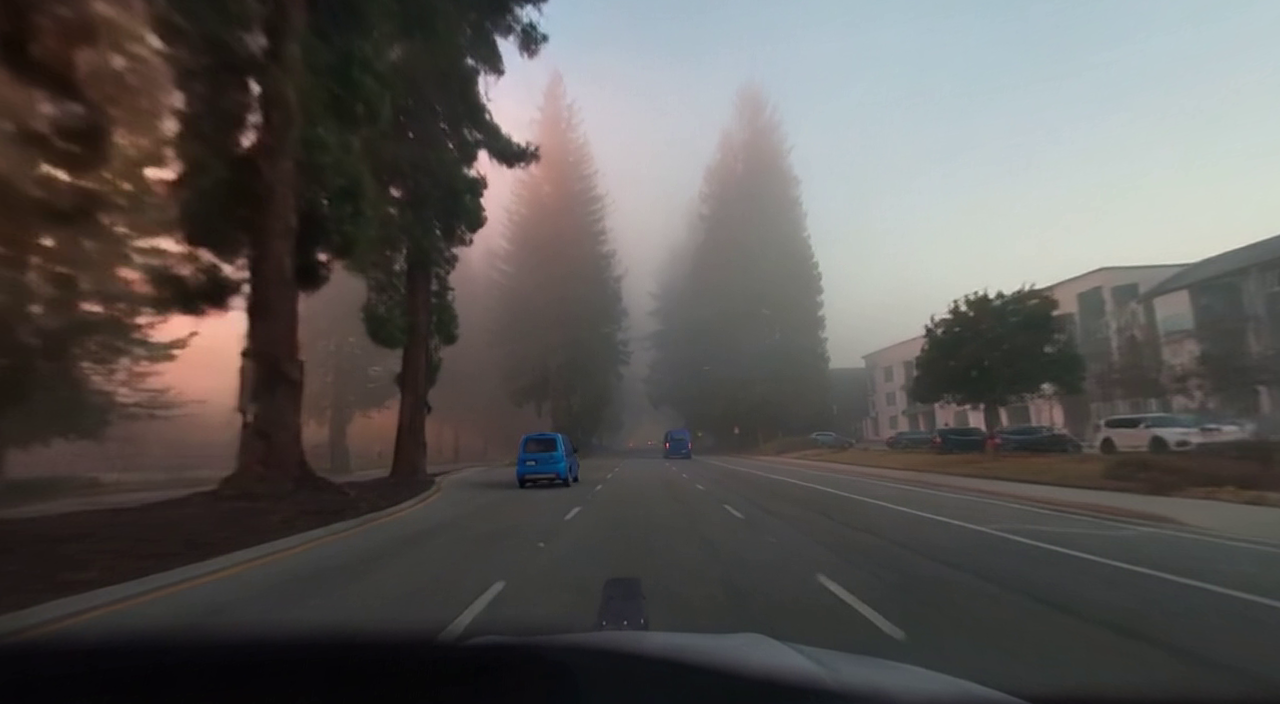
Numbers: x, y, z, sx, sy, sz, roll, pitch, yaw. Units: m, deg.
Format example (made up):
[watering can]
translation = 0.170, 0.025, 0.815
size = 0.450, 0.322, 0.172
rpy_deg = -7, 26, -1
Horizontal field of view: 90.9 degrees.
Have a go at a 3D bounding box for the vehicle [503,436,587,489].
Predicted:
[vehicle]
translation = -3.105, 3.746, 21.672
size = 2.129, 1.602, 4.532
rpy_deg = 0, -8, 1
